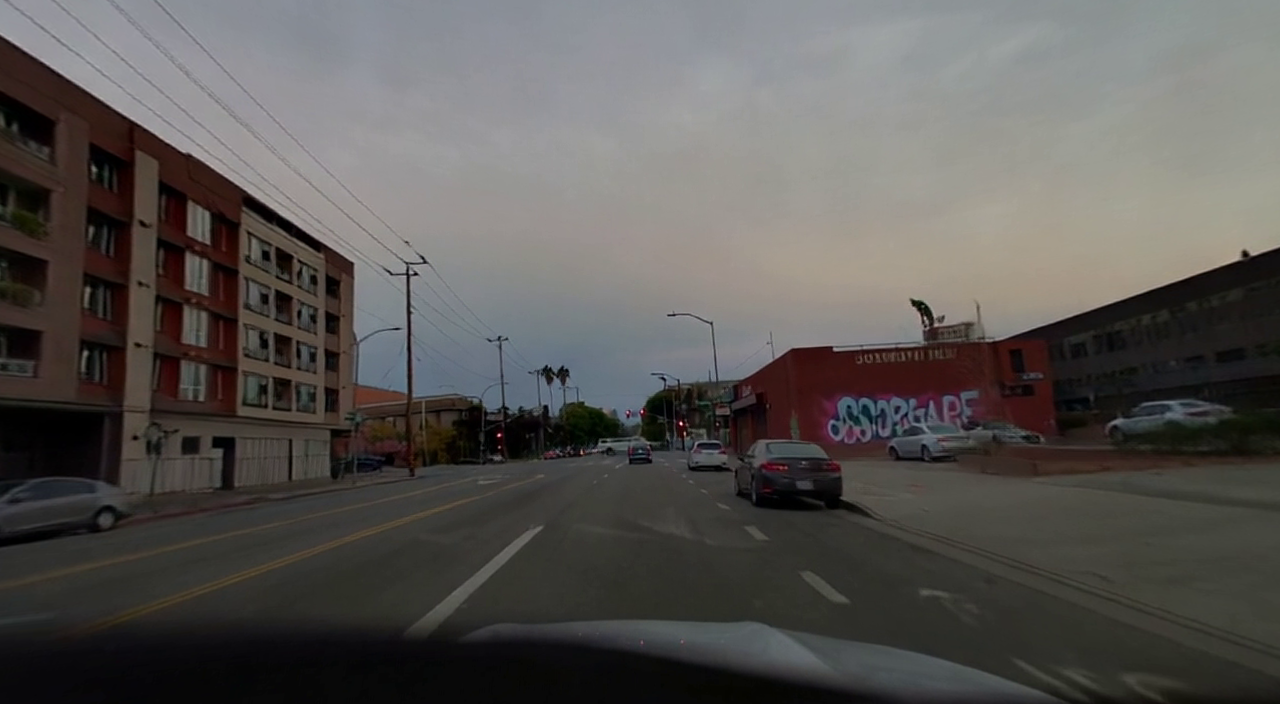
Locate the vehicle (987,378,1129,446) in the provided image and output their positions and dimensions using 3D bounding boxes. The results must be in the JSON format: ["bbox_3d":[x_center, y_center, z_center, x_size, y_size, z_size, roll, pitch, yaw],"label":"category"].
[{"bbox_3d":[15.560,2.396,23.789,1.969,2.282,4.731,0,-9,-1],"label":"vehicle"}]

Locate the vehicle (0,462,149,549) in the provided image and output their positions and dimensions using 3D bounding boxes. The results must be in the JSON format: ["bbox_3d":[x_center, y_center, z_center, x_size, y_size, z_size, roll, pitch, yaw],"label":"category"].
[{"bbox_3d":[-15.294,3.792,15.154,2.048,1.814,5.998,-8,-9,1],"label":"vehicle"}]

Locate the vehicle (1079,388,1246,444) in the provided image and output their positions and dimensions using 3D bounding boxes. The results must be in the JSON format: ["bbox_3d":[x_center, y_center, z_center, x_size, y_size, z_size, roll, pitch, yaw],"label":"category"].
[{"bbox_3d":[18.160,2.359,22.175,2.002,1.731,4.413,0,-9,-1],"label":"vehicle"}]

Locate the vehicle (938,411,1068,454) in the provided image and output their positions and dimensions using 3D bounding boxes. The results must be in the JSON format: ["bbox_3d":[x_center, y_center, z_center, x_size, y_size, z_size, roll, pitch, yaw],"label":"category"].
[{"bbox_3d":[13.260,3.048,23.359,1.819,1.450,4.707,0,-9,-3],"label":"vehicle"}]

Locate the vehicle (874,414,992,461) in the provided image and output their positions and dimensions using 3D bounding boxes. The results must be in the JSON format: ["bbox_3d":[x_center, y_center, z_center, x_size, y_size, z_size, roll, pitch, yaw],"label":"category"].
[{"bbox_3d":[10.866,3.271,23.791,1.956,1.514,4.862,-1,-9,-2],"label":"vehicle"}]

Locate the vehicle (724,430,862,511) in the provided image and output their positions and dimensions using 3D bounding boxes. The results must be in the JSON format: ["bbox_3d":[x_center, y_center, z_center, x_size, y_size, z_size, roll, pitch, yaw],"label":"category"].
[{"bbox_3d":[3.250,2.626,14.320,2.062,1.535,4.206,0,-9,0],"label":"vehicle"}]

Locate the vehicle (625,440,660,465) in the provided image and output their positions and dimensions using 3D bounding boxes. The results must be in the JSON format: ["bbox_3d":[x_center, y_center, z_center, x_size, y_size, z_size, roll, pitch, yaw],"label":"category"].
[{"bbox_3d":[0.152,6.485,40.743,2.153,1.505,4.452,0,-9,0],"label":"vehicle"}]

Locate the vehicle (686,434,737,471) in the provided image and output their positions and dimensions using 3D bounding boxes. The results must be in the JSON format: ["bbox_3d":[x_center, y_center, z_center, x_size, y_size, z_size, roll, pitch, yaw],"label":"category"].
[{"bbox_3d":[3.519,5.059,31.662,1.938,1.714,4.402,0,-9,-1],"label":"vehicle"}]
